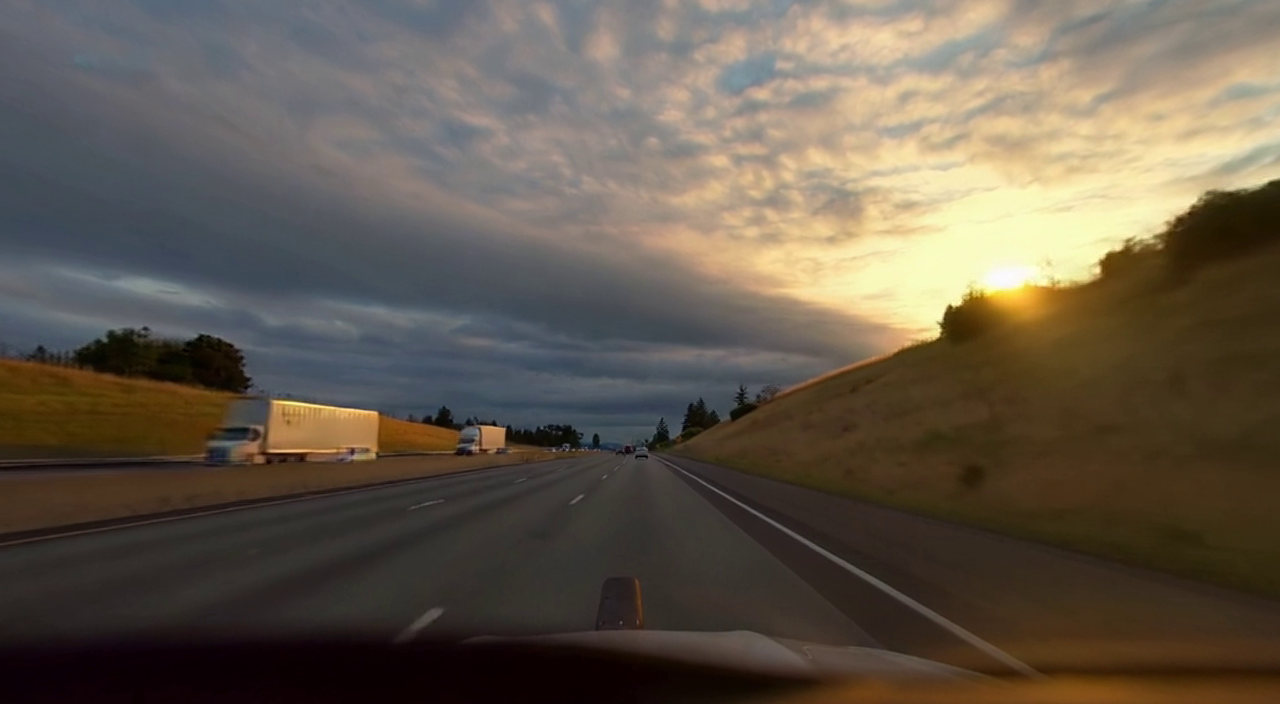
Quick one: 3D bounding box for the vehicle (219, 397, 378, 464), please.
[{"bbox_3d":[-23.041,5.744,44.307,2.900,3.886,14.872,0,-9,0],"label":"vehicle"}]
